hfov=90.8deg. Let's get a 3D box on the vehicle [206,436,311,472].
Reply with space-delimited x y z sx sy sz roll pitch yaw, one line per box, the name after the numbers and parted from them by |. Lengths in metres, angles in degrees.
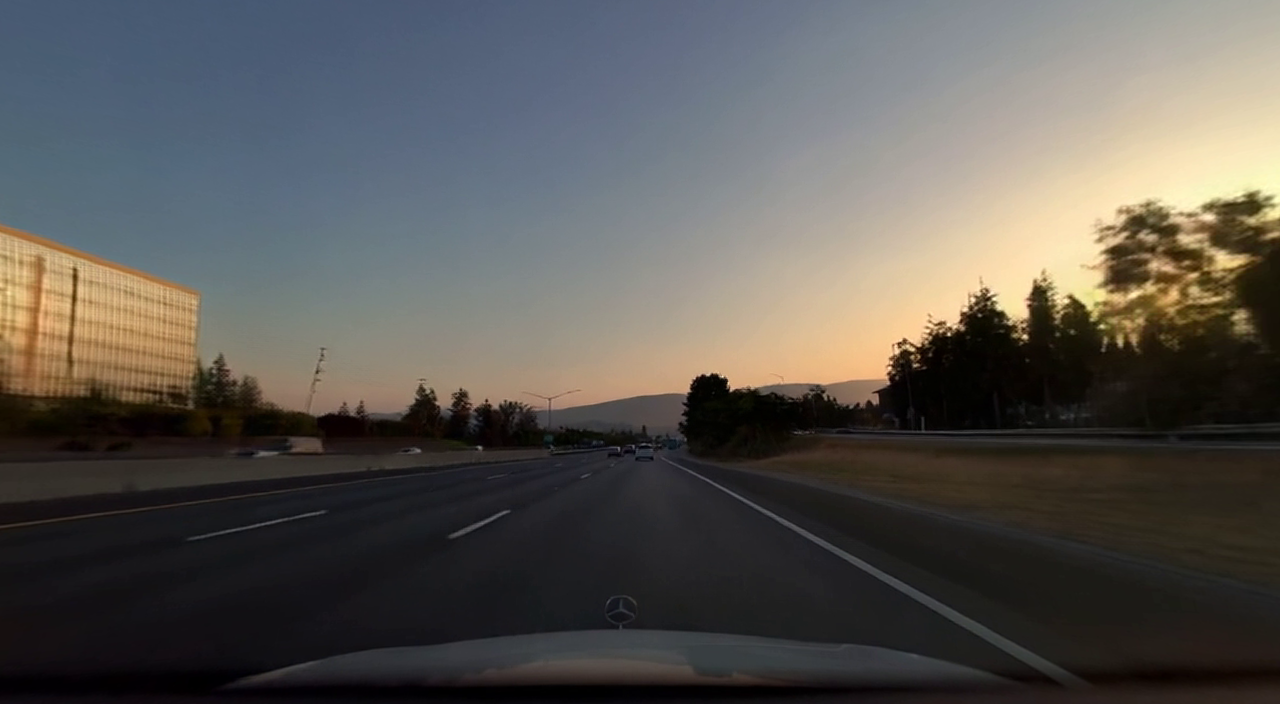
-18.330 4.909 30.673 1.956 1.578 4.787 -1 -8 2 | vehicle
